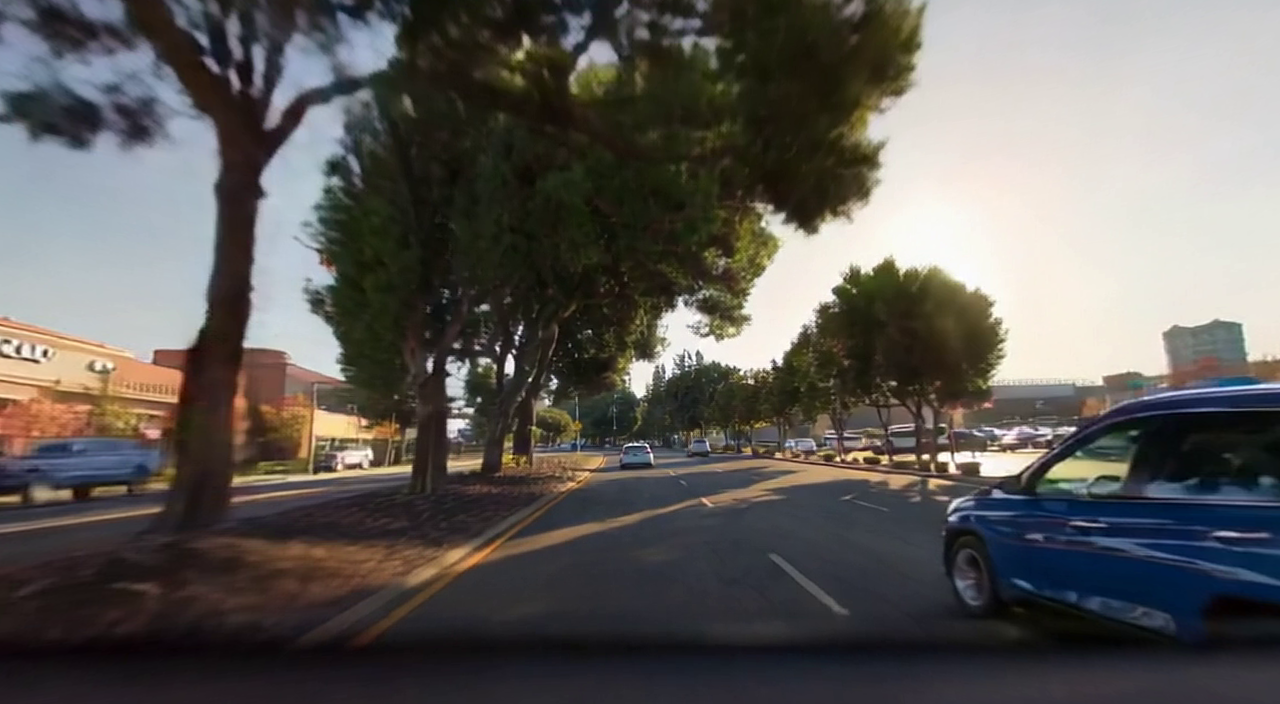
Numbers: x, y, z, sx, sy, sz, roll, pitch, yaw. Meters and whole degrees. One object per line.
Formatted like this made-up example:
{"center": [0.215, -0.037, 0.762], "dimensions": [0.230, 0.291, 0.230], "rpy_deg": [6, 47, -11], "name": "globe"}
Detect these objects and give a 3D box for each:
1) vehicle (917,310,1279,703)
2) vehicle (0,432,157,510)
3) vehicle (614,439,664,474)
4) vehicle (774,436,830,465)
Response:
{"center": [3.200, 0.781, 2.583], "dimensions": [2.110, 1.698, 4.397], "rpy_deg": [0, -8, 0], "name": "vehicle"}
{"center": [-17.037, 3.299, 17.949], "dimensions": [2.195, 1.911, 5.549], "rpy_deg": [0, -8, 0], "name": "vehicle"}
{"center": [-0.083, 4.827, 29.315], "dimensions": [2.126, 1.475, 3.967], "rpy_deg": [0, -8, -1], "name": "vehicle"}
{"center": [10.094, 6.204, 39.872], "dimensions": [2.079, 1.716, 4.771], "rpy_deg": [0, -8, -2], "name": "vehicle"}
